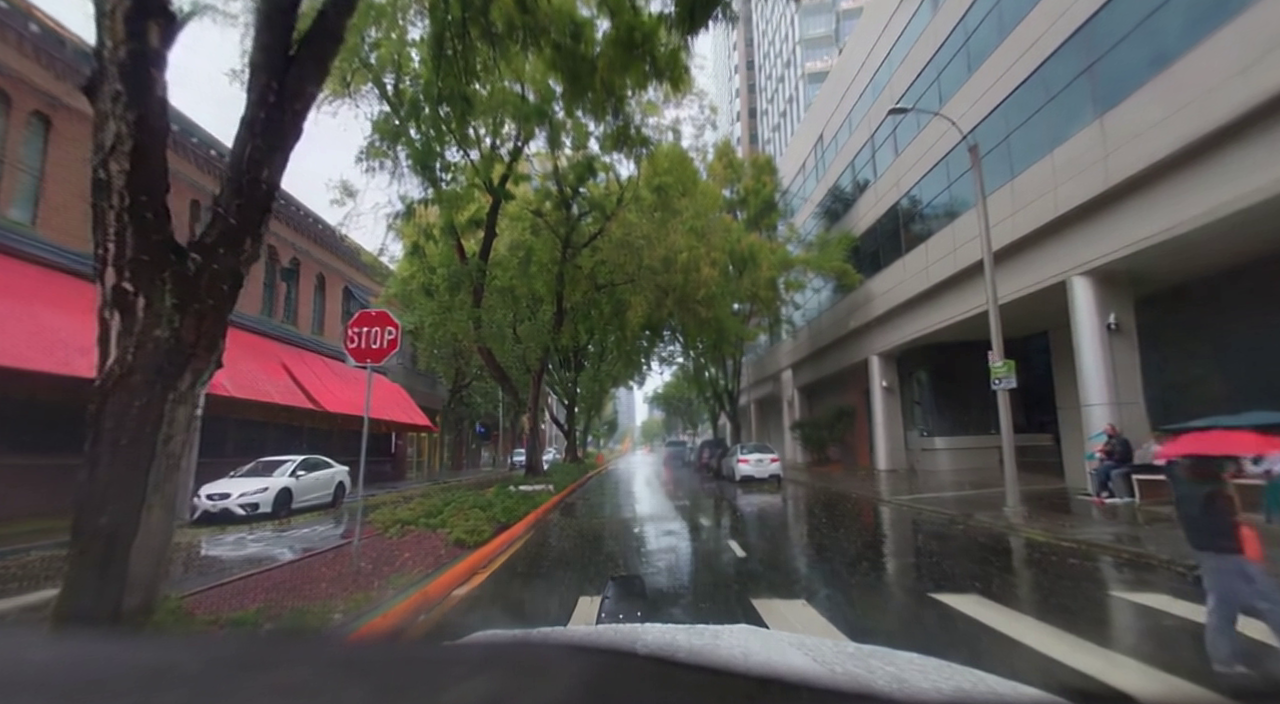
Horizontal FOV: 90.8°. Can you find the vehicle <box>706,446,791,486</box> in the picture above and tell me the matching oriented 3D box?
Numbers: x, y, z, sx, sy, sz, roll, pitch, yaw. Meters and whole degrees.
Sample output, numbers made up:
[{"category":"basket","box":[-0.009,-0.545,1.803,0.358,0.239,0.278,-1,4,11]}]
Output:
[{"category":"vehicle","box":[4.573,4.648,26.126,1.858,1.491,4.329,-5,-10,33]}]

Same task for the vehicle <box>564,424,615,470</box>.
[{"category":"vehicle","box":[-3.008,5.892,39.264,2.317,2.596,6.053,0,-8,3]}]

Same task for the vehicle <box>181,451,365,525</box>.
[{"category":"vehicle","box":[-8.797,3.244,15.695,2.007,1.503,4.343,0,-8,-1]}]

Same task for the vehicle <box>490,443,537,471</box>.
[{"category":"vehicle","box":[-8.871,7.392,44.685,2.256,1.802,4.333,0,-8,1]}]
